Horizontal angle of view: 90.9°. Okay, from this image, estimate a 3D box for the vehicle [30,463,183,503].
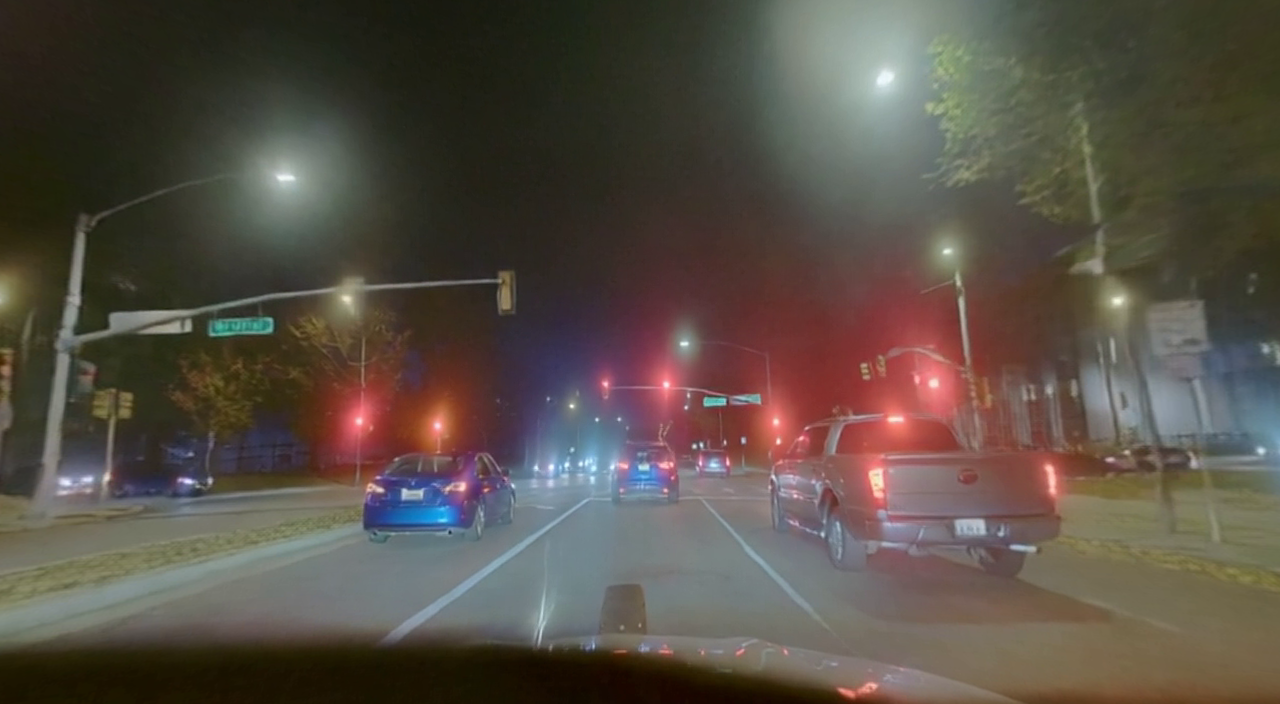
[{"bbox_3d":[-24.232,5.965,28.796,5.100,1.533,2.032,-1,-8,0],"label":"vehicle"}]

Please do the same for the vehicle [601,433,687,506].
[{"bbox_3d":[0.128,3.150,17.430,2.113,1.768,3.901,0,-8,1],"label":"vehicle"}]

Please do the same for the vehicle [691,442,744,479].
[{"bbox_3d":[4.324,6.160,36.190,2.408,1.908,5.355,0,-8,1],"label":"vehicle"}]

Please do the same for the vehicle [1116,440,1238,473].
[{"bbox_3d":[24.939,4.844,29.361,4.180,1.376,1.583,1,-8,0],"label":"vehicle"}]

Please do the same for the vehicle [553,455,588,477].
[{"bbox_3d":[-5.056,8.306,46.002,1.882,1.342,3.755,-4,-8,3],"label":"vehicle"}]

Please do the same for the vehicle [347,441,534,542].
[{"bbox_3d":[-3.376,2.420,11.825,1.909,1.476,4.751,0,-8,1],"label":"vehicle"}]

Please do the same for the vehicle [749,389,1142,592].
[{"bbox_3d":[3.309,1.680,8.777,2.571,1.857,5.841,0,-8,0],"label":"vehicle"}]
